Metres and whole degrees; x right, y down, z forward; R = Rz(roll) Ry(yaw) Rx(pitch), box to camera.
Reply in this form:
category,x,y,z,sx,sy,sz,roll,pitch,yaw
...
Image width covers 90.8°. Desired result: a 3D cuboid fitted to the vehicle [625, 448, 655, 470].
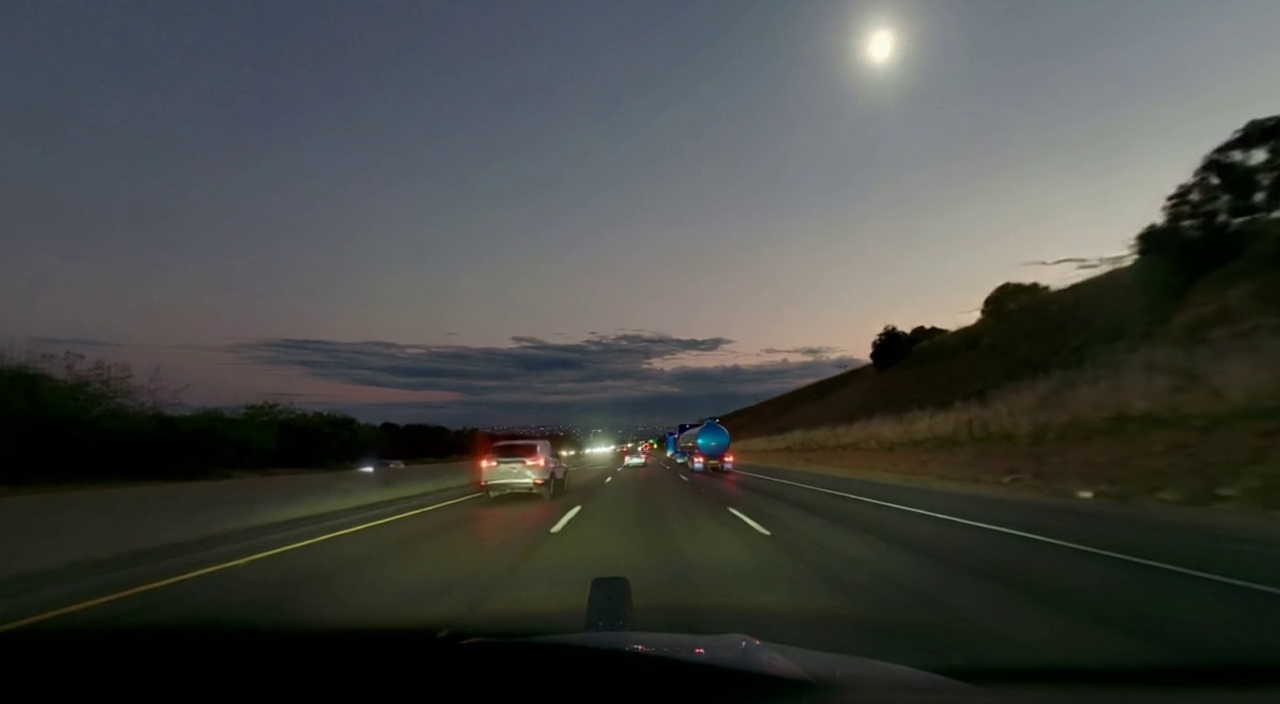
category,x,y,z,sx,sy,sz,roll,pitch,yaw
vehicle,0.015,7.560,44.709,2.013,1.498,3.908,0,-9,0

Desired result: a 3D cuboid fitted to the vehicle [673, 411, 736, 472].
category,x,y,z,sx,sy,sz,roll,pitch,yaw
vehicle,4.232,6.432,44.908,2.889,3.606,13.832,0,-9,0

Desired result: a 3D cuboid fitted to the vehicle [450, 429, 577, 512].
category,x,y,z,sx,sy,sz,roll,pitch,yaw
vehicle,-3.049,3.004,16.457,2.258,1.805,4.665,-1,-9,1
